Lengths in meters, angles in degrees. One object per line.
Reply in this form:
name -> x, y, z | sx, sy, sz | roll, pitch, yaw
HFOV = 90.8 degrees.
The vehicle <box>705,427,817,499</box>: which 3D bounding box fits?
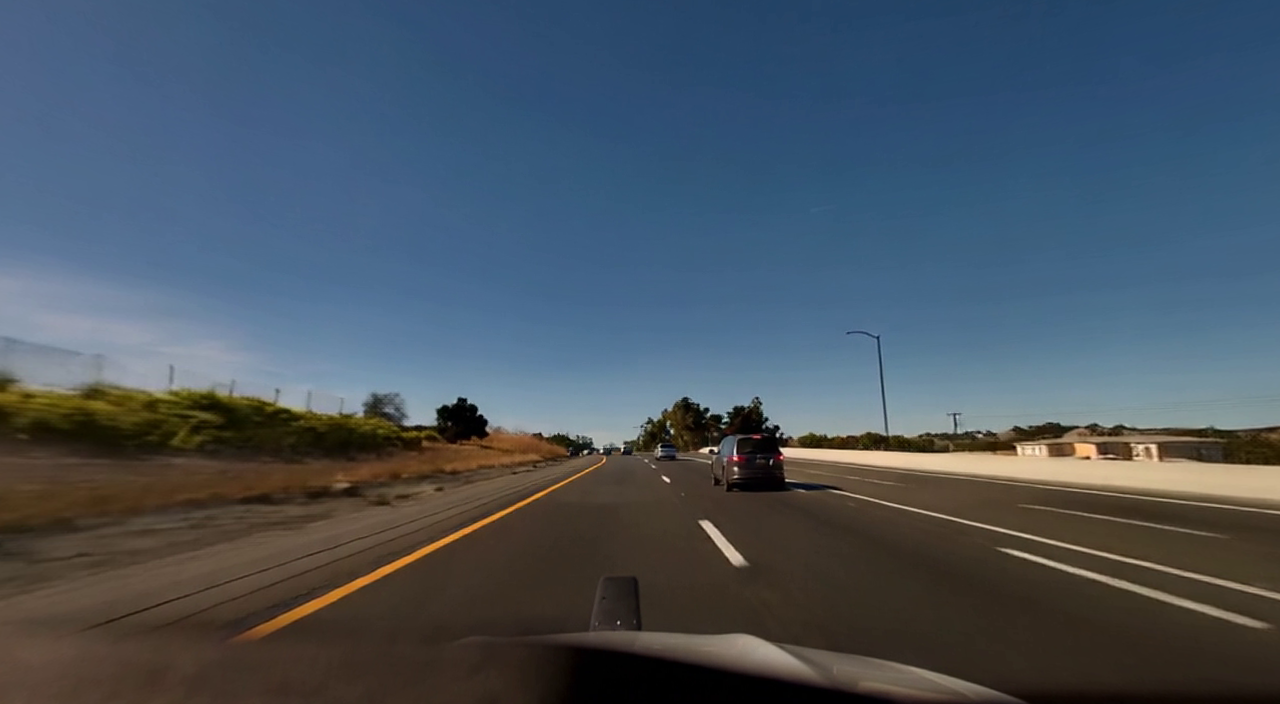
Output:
vehicle -> 3.298, 3.145, 18.343 | 2.141, 1.785, 4.778 | 0, -8, -2
